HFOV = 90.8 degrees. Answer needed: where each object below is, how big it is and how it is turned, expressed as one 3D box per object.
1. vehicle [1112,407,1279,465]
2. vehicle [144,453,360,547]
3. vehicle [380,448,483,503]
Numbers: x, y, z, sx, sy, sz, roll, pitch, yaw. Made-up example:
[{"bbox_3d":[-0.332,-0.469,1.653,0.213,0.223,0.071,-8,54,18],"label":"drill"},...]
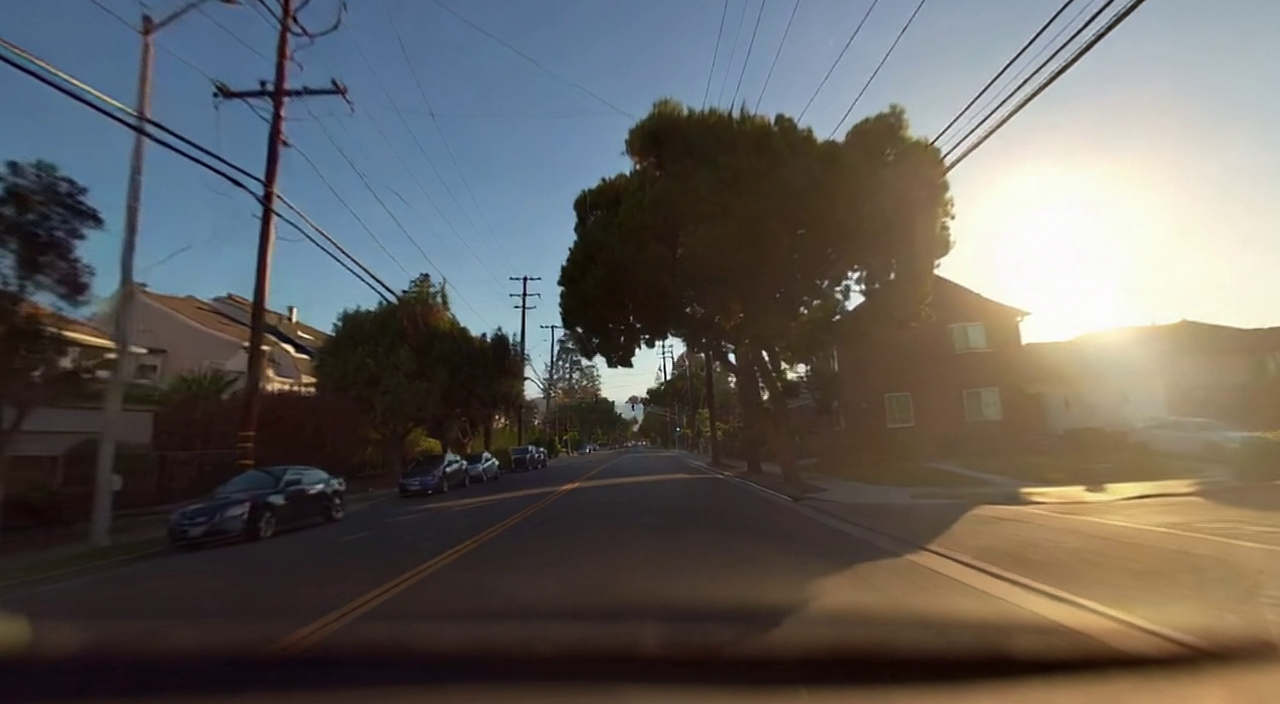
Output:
[{"bbox_3d":[17.369,2.544,19.308,1.883,1.498,5.152,-2,-7,0],"label":"vehicle"},{"bbox_3d":[-7.512,2.850,12.787,1.949,1.512,3.818,0,-8,-1],"label":"vehicle"},{"bbox_3d":[-7.364,4.349,22.832,1.839,1.494,4.757,-8,-9,2],"label":"vehicle"}]
